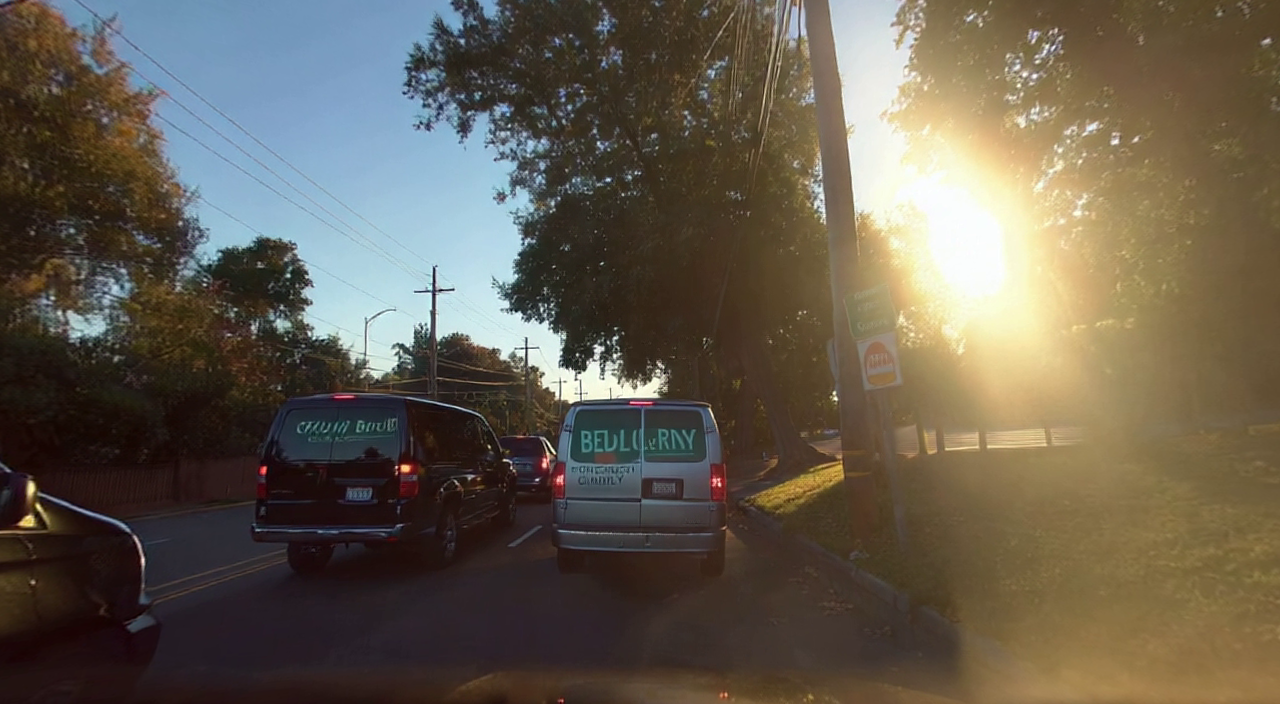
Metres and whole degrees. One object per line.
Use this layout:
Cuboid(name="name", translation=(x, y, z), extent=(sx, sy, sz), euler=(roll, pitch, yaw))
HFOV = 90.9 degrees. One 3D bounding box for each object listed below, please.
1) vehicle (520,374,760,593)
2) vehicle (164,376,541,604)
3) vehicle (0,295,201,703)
Cuboid(name="vehicle", translation=(0.106, 1.461, 7.695), extent=(2.117, 1.911, 4.095), euler=(-1, -8, 3))
Cuboid(name="vehicle", translation=(-2.755, 1.481, 7.623), extent=(2.109, 1.851, 4.749), euler=(-1, -8, 3))
Cuboid(name="vehicle", translation=(-3.100, 0.481, 0.239), extent=(2.160, 1.796, 4.997), euler=(0, -8, 1))
